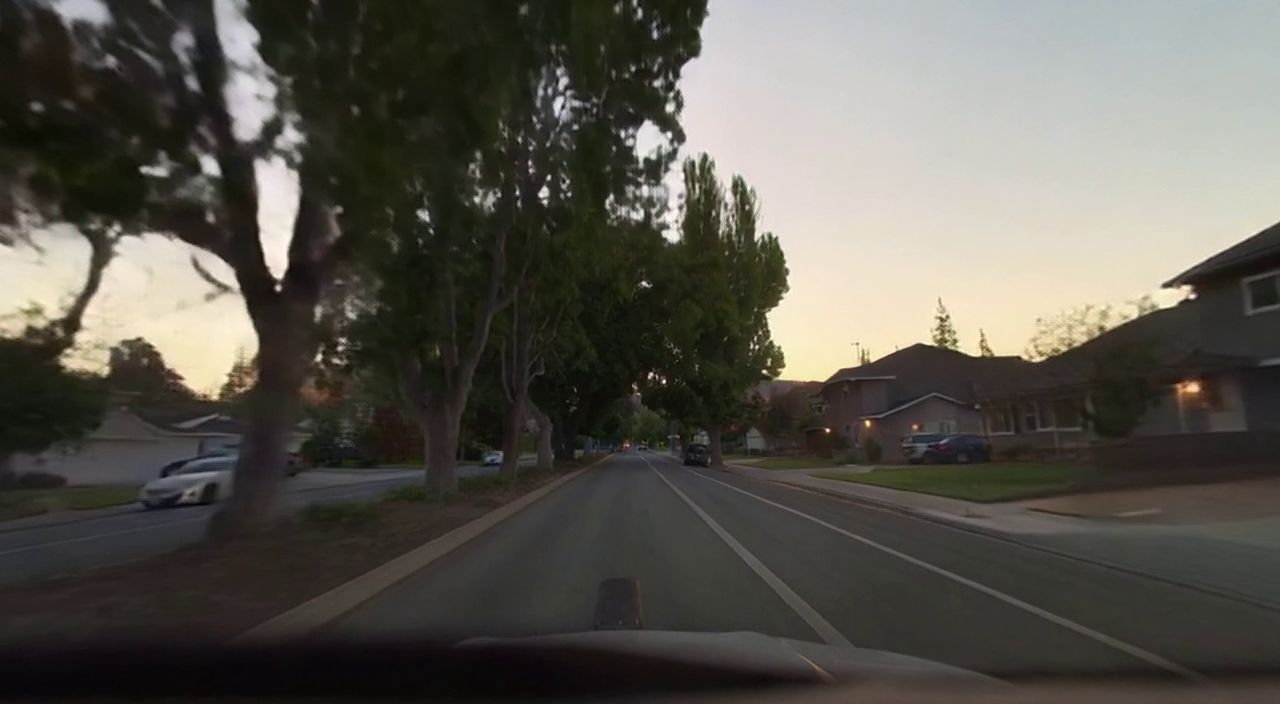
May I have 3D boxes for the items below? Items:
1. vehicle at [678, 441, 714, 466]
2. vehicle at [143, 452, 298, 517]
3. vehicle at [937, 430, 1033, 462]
[{"bbox_3d":[3.963,7.283,45.489,2.045,1.677,4.509,0,-8,-1],"label":"vehicle"},{"bbox_3d":[-12.905,4.055,19.873,1.936,1.504,4.456,-2,-7,-1],"label":"vehicle"},{"bbox_3d":[18.070,4.926,33.211,3.858,1.583,1.931,0,-8,-2],"label":"vehicle"}]
